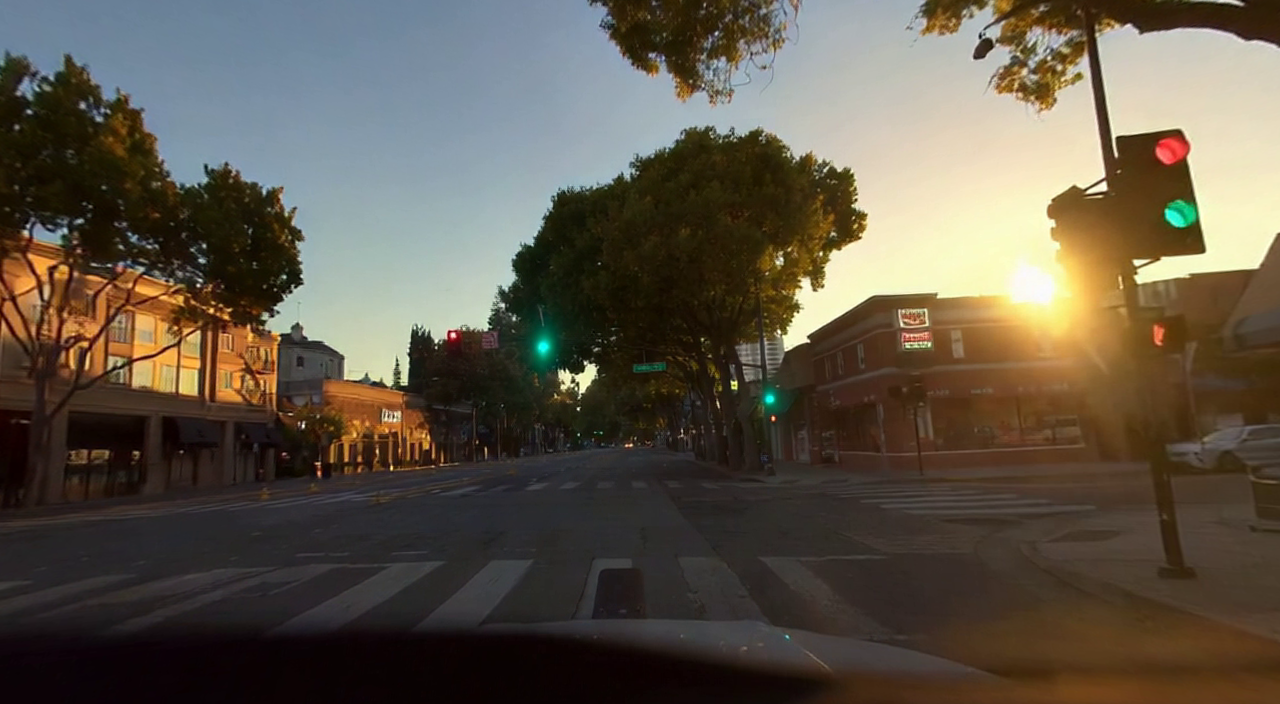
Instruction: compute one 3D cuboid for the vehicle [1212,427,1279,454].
[{"bbox_3d":[35.326,4.972,35.193,4.493,1.453,1.849,0,-9,2],"label":"vehicle"}]
